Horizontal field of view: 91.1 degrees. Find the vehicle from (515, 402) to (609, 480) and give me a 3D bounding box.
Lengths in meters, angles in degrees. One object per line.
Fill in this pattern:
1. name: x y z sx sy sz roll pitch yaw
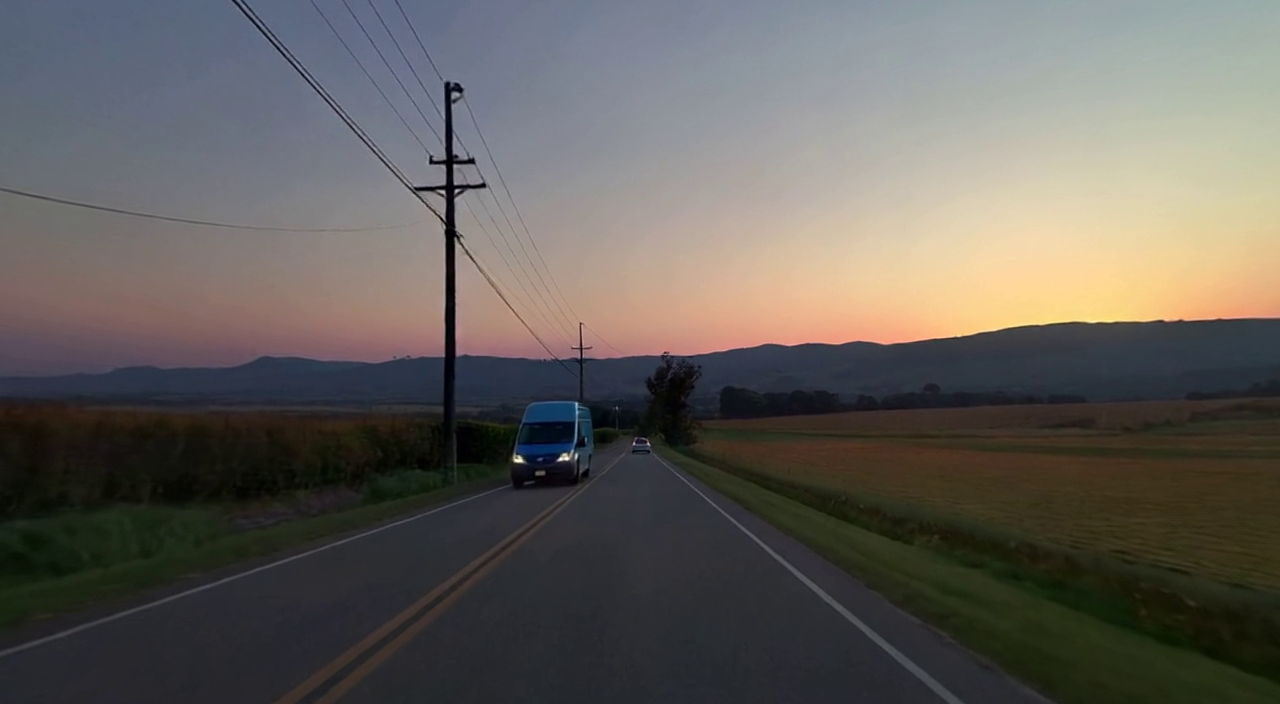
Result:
1. vehicle: -3.437 4.275 29.972 3.183 3.230 7.566 0 -9 2
